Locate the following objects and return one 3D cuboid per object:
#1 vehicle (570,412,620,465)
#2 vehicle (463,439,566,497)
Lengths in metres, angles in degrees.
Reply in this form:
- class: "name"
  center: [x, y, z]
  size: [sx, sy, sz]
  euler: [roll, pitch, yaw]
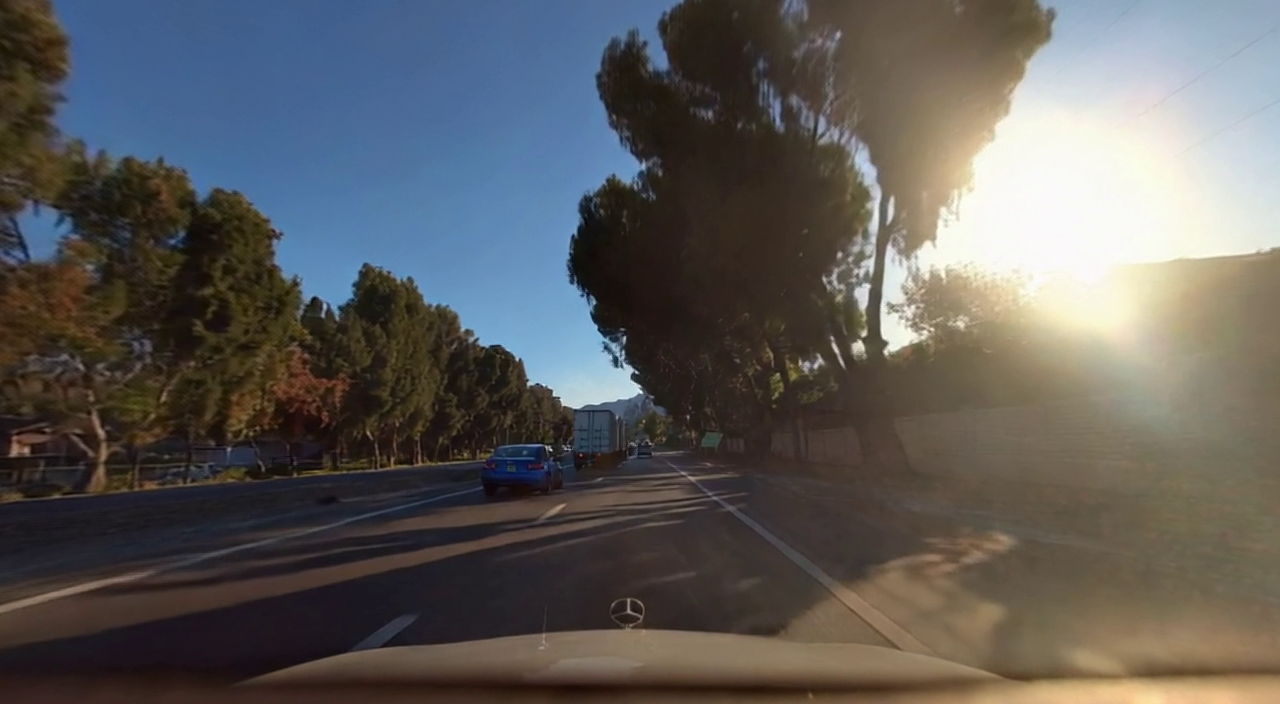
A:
- class: "vehicle"
  center: [-2.949, 6.046, 43.714]
  size: [2.746, 3.276, 8.572]
  euler: [0, -8, 0]
- class: "vehicle"
  center: [-3.487, 3.296, 18.403]
  size: [2.005, 1.462, 4.345]
  euler: [-1, -8, 2]
